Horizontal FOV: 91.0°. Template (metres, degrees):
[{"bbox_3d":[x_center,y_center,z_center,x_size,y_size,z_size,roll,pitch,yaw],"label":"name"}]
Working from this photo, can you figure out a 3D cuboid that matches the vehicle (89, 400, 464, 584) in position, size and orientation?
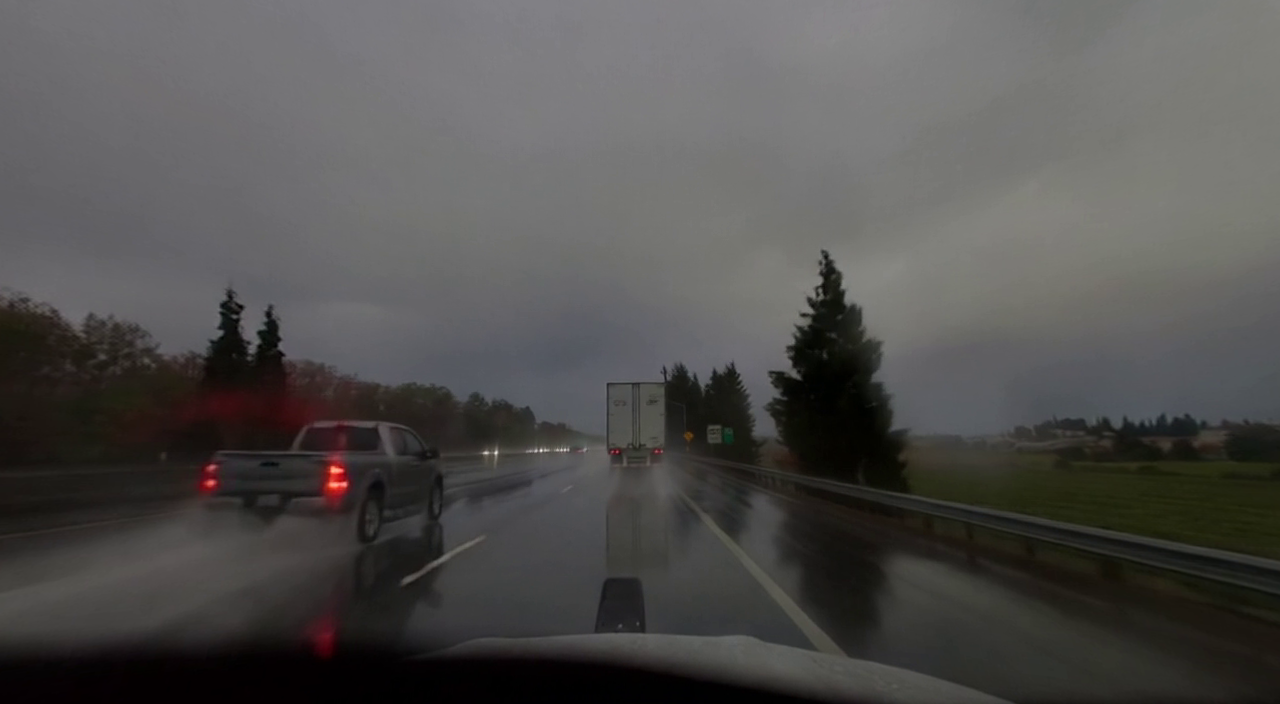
[{"bbox_3d":[-4.368,1.785,8.906,2.285,1.833,4.984,0,-9,0],"label":"vehicle"}]

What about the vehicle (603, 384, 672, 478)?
[{"bbox_3d":[-0.179,4.318,33.509,3.052,4.132,11.336,0,-9,-1],"label":"vehicle"}]
